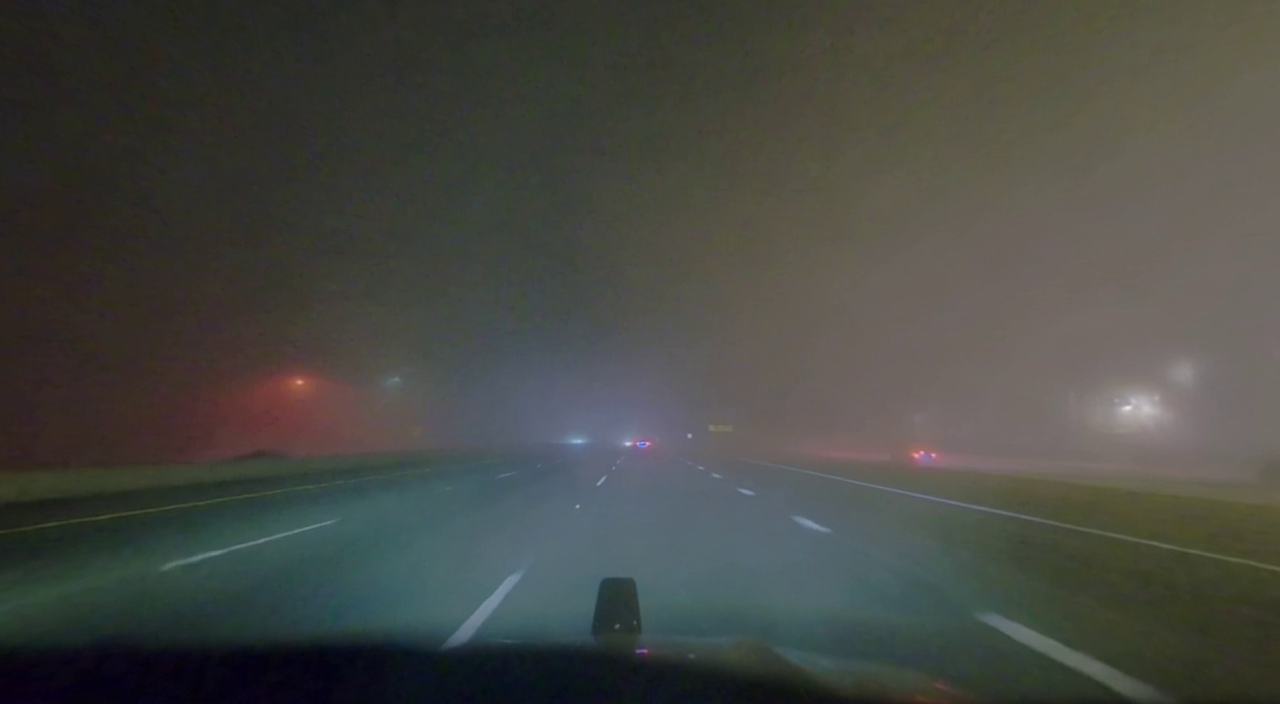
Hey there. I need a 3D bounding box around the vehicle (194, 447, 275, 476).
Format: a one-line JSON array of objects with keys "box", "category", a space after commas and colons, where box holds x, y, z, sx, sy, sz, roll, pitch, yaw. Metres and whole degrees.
[{"box": [-22.625, 6.096, 35.262, 1.776, 1.493, 4.020, 0, -8, 1], "category": "vehicle"}]
